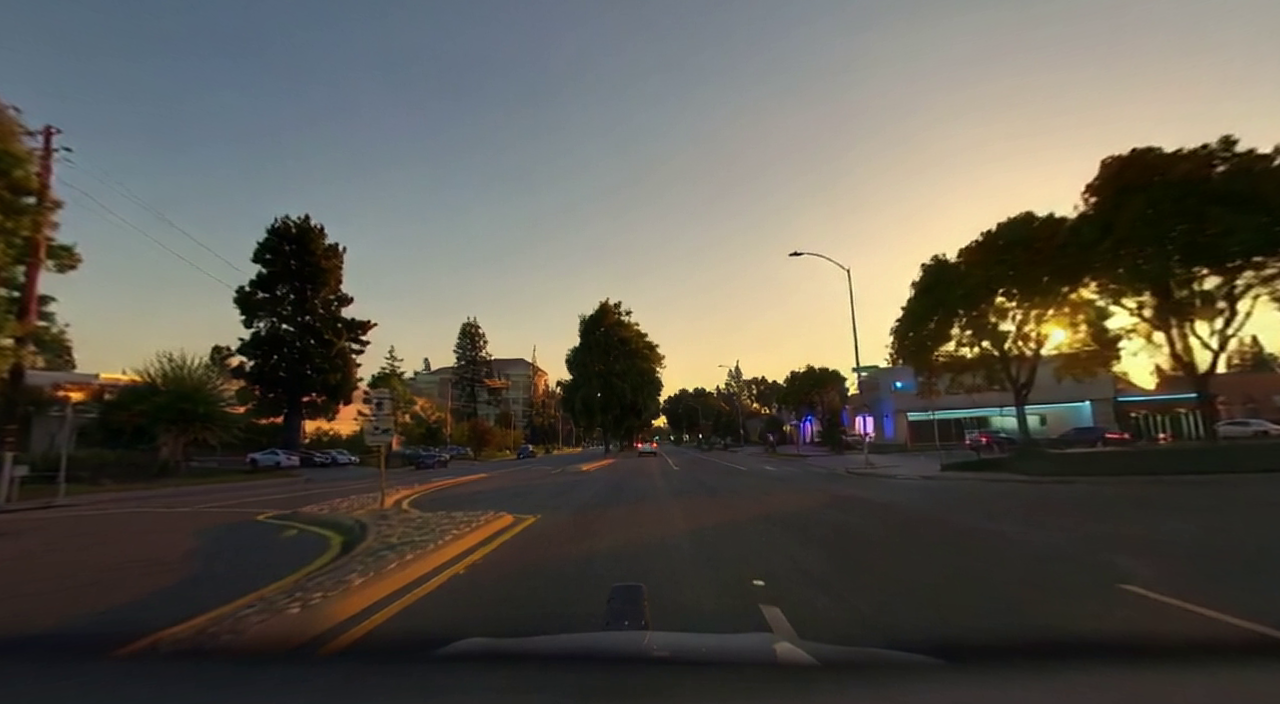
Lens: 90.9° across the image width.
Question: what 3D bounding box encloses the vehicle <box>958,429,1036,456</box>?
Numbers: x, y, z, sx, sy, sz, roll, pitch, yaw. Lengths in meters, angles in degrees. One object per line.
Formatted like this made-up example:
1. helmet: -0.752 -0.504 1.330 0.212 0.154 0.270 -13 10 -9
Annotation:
1. vehicle: 22.376 5.711 39.779 2.009 1.533 5.047 0 -8 0

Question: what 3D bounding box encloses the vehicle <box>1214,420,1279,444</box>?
1. vehicle: 42.034 5.461 42.700 1.921 1.510 4.683 0 -8 2

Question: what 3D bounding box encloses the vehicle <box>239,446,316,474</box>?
1. vehicle: -26.328 7.805 45.825 4.633 1.923 2.074 5 -10 -34

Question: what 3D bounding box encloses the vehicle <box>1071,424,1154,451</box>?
1. vehicle: 29.831 5.467 39.970 1.854 1.604 4.333 0 -8 0
